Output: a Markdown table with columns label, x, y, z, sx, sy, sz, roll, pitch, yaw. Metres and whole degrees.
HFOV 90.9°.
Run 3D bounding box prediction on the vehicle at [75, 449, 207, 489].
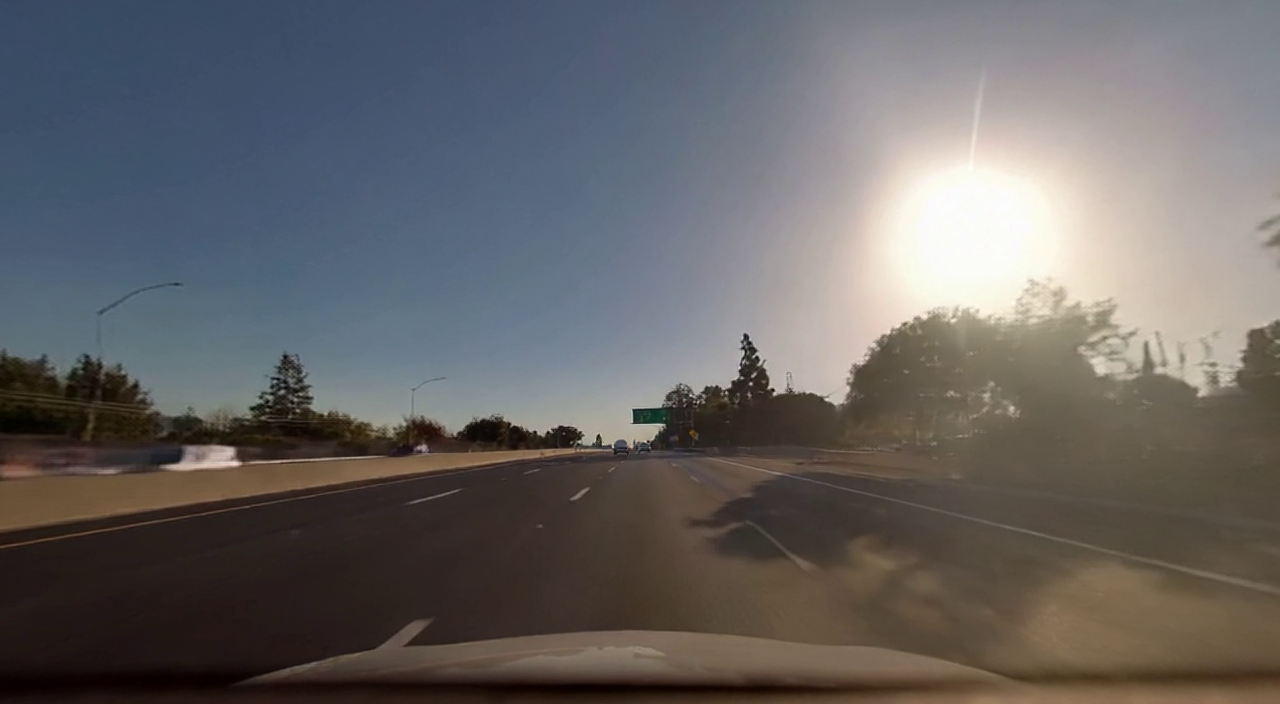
| label | x | y | z | sx | sy | sz | roll | pitch | yaw |
| --- | --- | --- | --- | --- | --- | --- | --- | --- | --- |
| vehicle | -21.353 | 5.007 | 27.286 | 1.877 | 1.517 | 4.667 | 0 | -8 | 0 |

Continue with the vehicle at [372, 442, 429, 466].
| label | x | y | z | sx | sy | sz | roll | pitch | yaw |
| --- | --- | --- | --- | --- | --- | --- | --- | --- | --- |
| vehicle | -17.515 | 7.473 | 46.337 | 2.004 | 1.600 | 5.305 | -1 | -8 | 1 |
